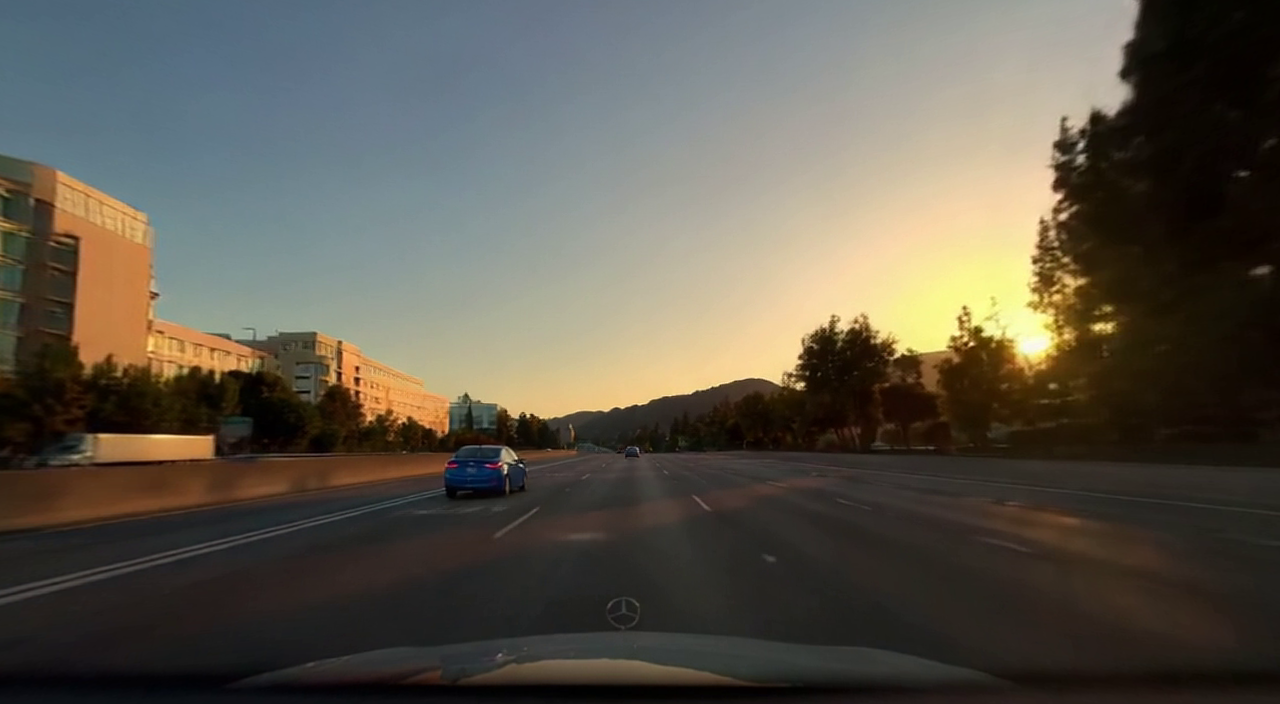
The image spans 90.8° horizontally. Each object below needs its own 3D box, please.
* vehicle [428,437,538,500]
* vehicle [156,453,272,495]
[{"bbox_3d":[-4.131,3.127,17.441,1.900,1.492,4.495,0,-9,0],"label":"vehicle"},{"bbox_3d":[-17.735,5.067,26.598,1.920,1.540,4.259,0,-9,0],"label":"vehicle"}]
